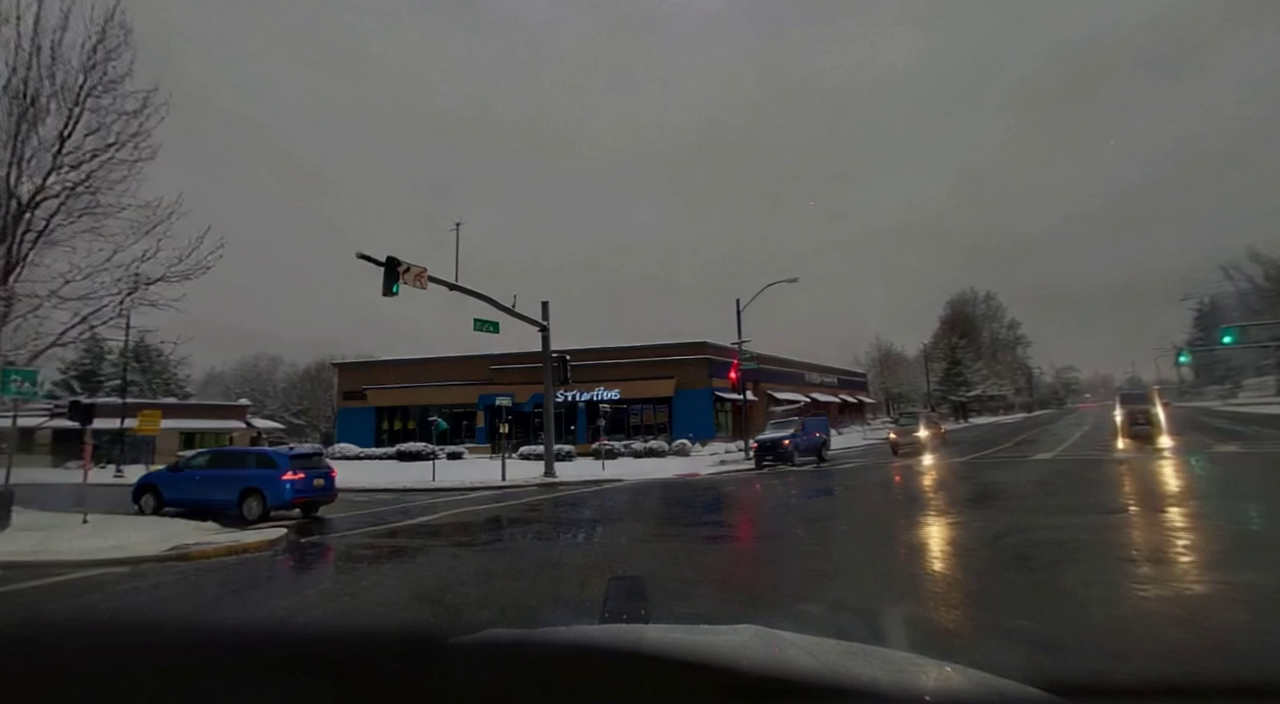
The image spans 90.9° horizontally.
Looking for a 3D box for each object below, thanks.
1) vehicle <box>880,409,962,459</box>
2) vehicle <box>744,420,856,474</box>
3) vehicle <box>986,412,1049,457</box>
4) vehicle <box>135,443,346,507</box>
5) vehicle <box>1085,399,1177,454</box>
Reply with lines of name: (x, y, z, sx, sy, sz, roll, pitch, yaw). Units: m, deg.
vehicle: (12.243, 3.587, 27.287, 2.331, 1.971, 4.946, -6, -10, 33)
vehicle: (6.784, 3.850, 26.231, 2.524, 1.834, 5.787, -6, -7, 35)
vehicle: (15.954, 3.510, 26.517, 1.991, 1.688, 4.793, -6, -10, 32)
vehicle: (-12.199, 3.749, 19.522, 5.110, 1.814, 2.146, -1, -8, 3)
vehicle: (19.379, 3.056, 25.186, 2.402, 1.924, 5.826, -6, -10, 34)
